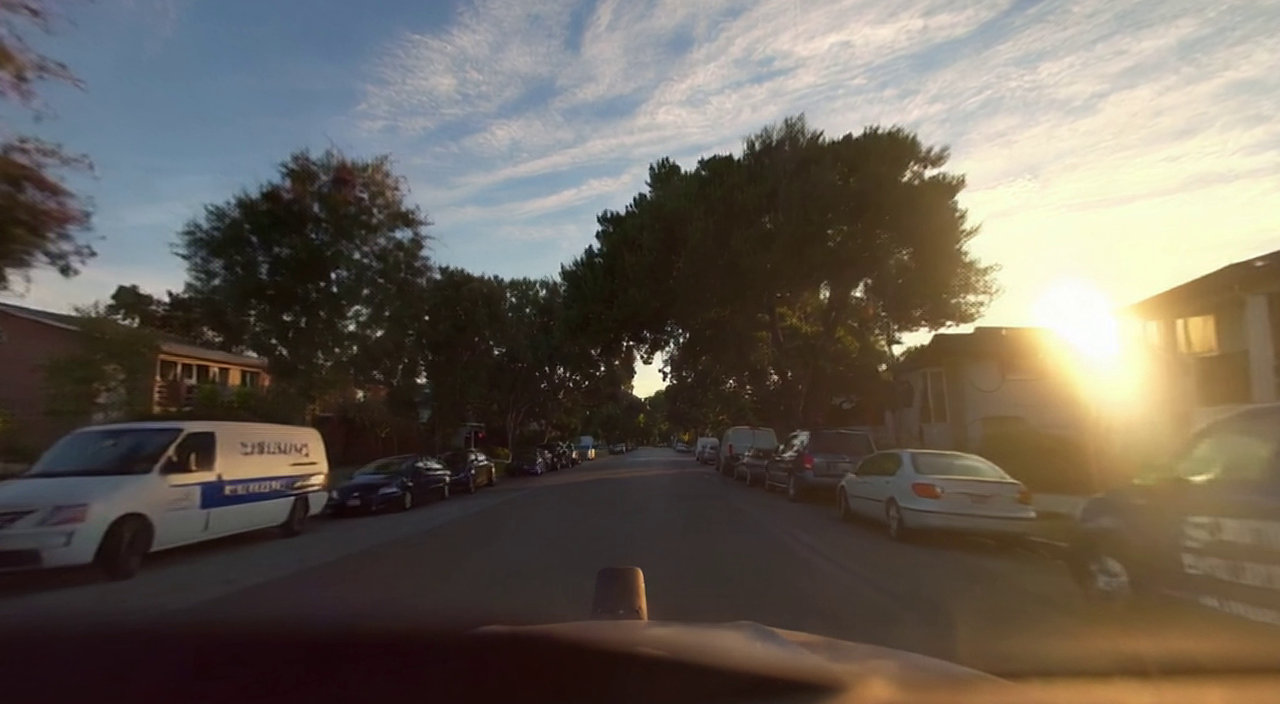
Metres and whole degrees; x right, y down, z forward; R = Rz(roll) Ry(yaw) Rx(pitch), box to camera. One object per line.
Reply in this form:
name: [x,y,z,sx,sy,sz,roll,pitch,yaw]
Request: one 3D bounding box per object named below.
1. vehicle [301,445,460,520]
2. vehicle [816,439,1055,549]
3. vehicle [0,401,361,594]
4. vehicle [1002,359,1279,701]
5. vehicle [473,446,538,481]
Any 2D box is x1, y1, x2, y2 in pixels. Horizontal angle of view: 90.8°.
vehicle: [-6.265,3.157,15.978,1.840,1.476,4.739,-2,-8,3]
vehicle: [4.566,2.224,10.687,1.811,1.439,4.521,0,-8,-1]
vehicle: [-6.685,1.948,9.602,2.085,1.997,5.755,-2,-8,2]
vehicle: [4.429,0.961,3.430,1.985,1.819,5.163,0,-8,2]
vehicle: [-6.182,5.151,29.637,1.869,1.467,4.921,-1,-8,2]
